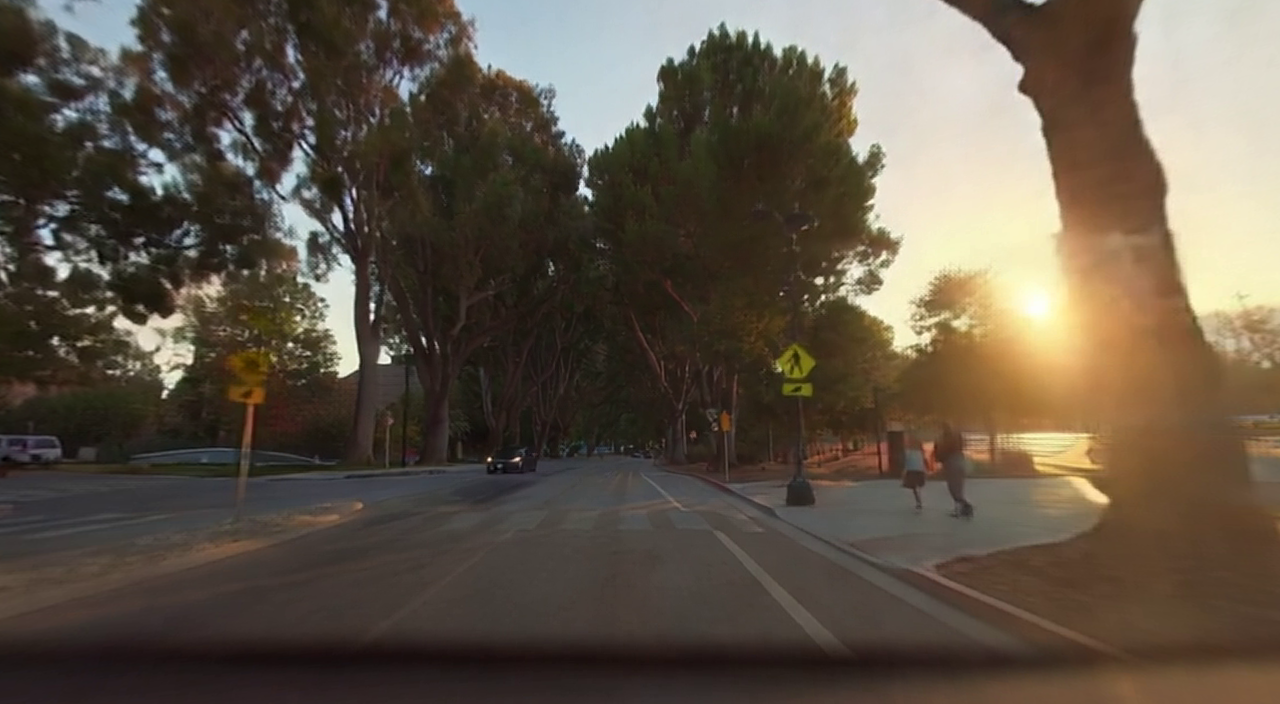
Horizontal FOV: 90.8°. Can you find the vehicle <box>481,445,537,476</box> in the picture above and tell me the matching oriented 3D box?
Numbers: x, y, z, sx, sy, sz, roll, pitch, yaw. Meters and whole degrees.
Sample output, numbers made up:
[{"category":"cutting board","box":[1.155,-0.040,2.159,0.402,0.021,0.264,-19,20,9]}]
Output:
[{"category":"vehicle","box":[-7.649,6.351,37.282,2.036,1.686,4.780,-1,-8,3]}]
